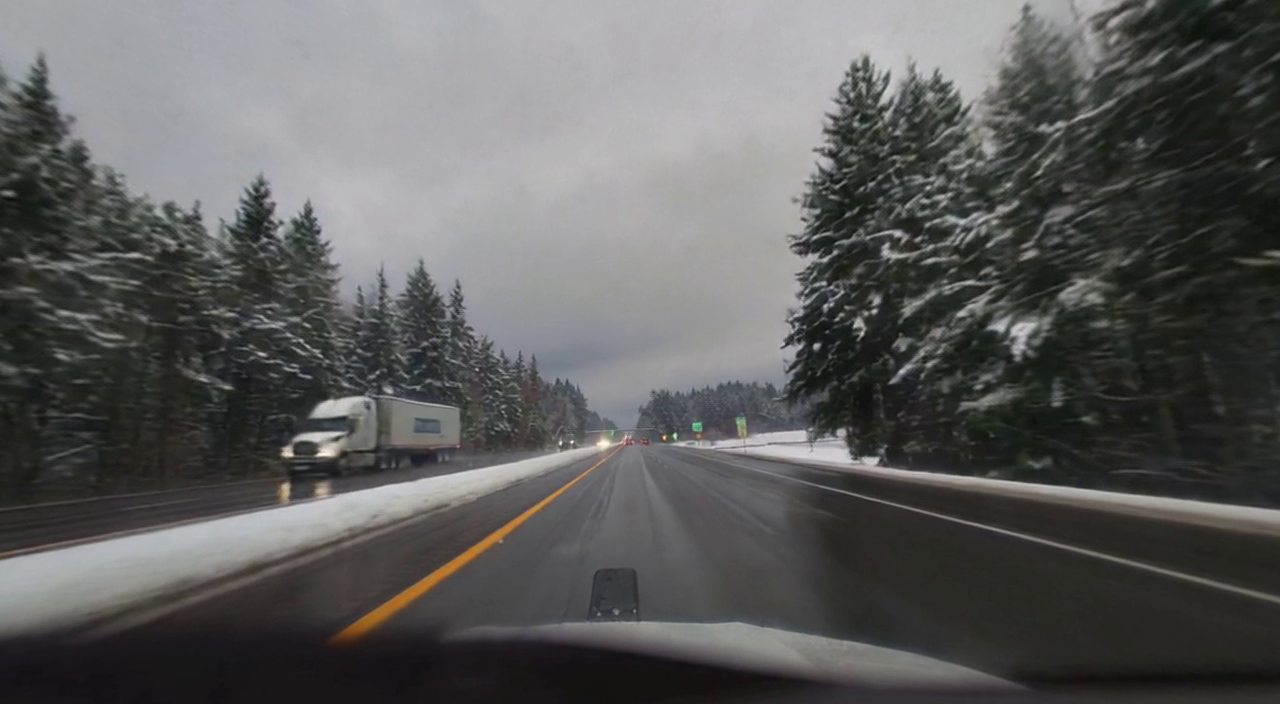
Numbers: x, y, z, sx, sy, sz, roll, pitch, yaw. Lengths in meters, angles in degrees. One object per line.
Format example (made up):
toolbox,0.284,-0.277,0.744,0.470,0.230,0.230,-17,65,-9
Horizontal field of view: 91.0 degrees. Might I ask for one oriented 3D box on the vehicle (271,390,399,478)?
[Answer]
vehicle,-14.173,3.920,29.943,2.960,3.712,6.112,0,-8,0
